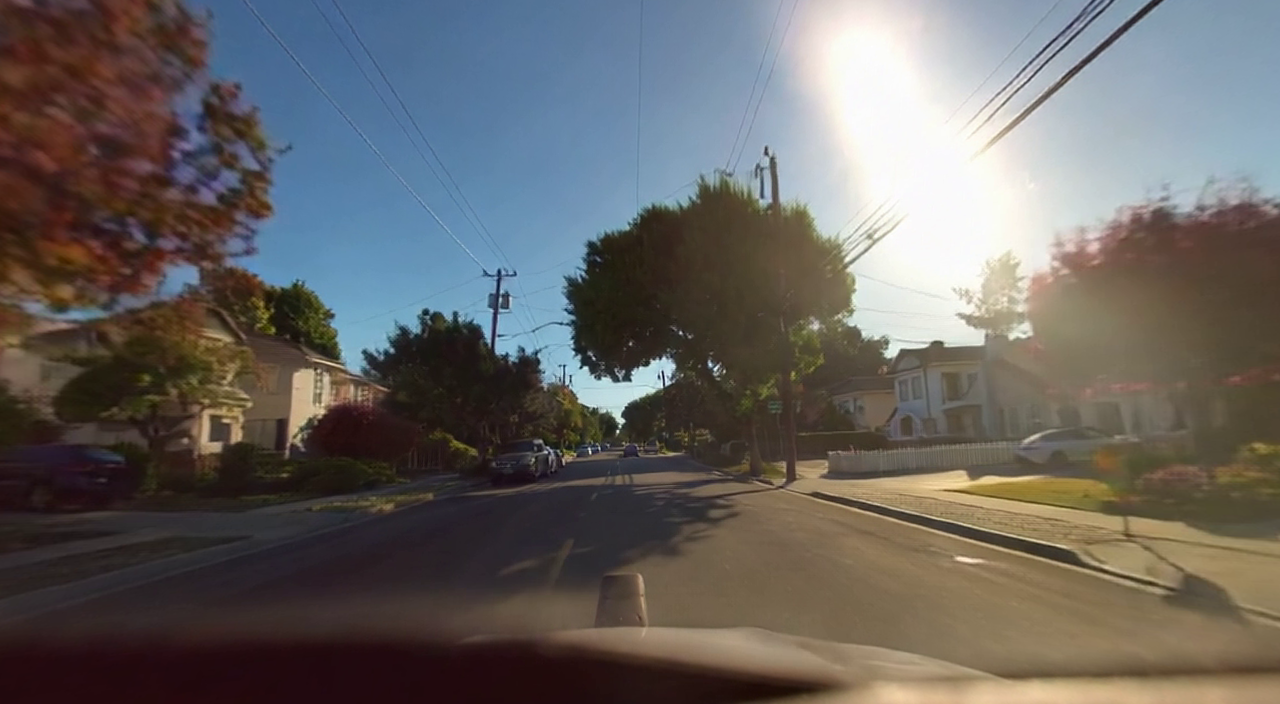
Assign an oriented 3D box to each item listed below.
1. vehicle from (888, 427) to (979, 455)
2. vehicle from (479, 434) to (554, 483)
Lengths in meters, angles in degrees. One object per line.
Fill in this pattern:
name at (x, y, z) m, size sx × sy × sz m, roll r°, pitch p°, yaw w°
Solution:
vehicle at (17.394, 5.323, 37.626) m, size 4.372 × 1.490 × 2.032 m, roll -1°, pitch -10°, yaw 1°
vehicle at (-5.851, 5.129, 30.839) m, size 2.411 × 1.979 × 5.915 m, roll -5°, pitch -8°, yaw 0°
